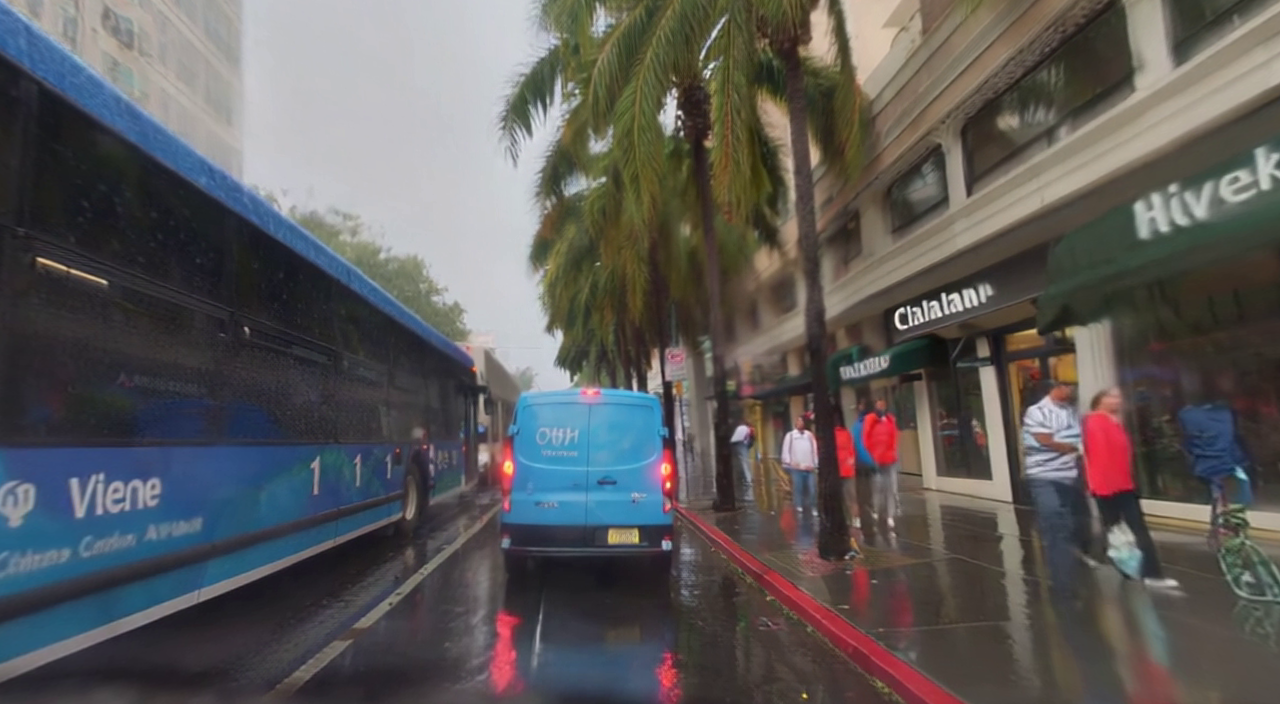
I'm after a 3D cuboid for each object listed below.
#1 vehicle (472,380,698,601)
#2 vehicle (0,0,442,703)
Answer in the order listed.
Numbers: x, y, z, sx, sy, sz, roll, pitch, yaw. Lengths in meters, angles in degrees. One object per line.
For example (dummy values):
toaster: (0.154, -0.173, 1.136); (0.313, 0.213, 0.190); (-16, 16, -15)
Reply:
vehicle: (-0.797, 1.527, 7.795); (2.002, 1.907, 4.211); (1, -9, -9)
vehicle: (-3.719, 0.140, 2.870); (2.863, 3.233, 11.573); (1, -8, -5)
